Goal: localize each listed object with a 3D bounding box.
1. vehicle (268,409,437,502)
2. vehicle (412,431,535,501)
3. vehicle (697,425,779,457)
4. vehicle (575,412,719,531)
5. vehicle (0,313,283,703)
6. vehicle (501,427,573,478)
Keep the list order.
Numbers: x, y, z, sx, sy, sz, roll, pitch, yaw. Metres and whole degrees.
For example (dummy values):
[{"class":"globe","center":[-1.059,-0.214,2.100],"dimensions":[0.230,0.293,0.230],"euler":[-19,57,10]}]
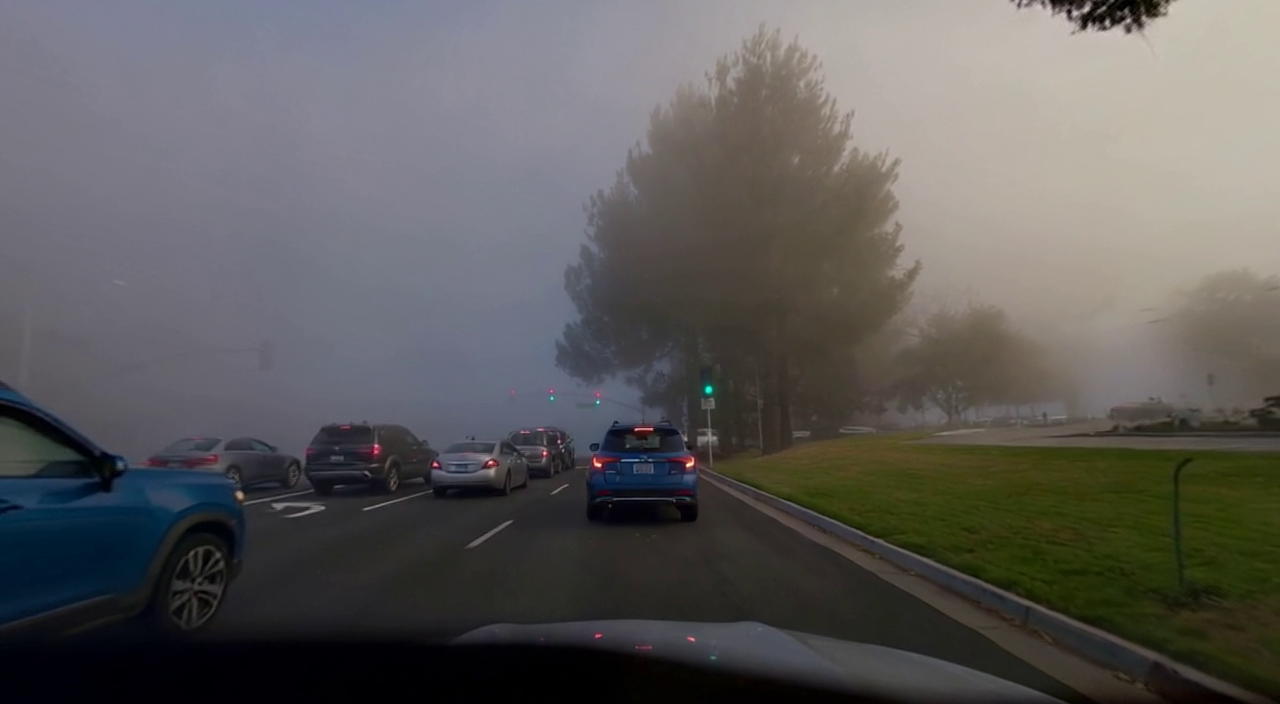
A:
[{"class":"vehicle","center":[-7.400,2.749,17.055],"dimensions":[2.195,2.093,5.185],"euler":[0,-9,-1]},{"class":"vehicle","center":[-4.022,2.823,16.067],"dimensions":[1.942,1.523,4.212],"euler":[0,-9,0]},{"class":"vehicle","center":[6.412,5.909,41.802],"dimensions":[5.152,2.001,2.060],"euler":[-1,-9,4]},{"class":"vehicle","center":[0.089,2.035,11.237],"dimensions":[2.055,1.681,4.270],"euler":[0,-9,0]},{"class":"vehicle","center":[-4.069,0.769,2.765],"dimensions":[2.088,1.947,5.119],"euler":[0,-9,-1]},{"class":"vehicle","center":[-3.912,3.933,24.848],"dimensions":[2.043,1.813,4.549],"euler":[0,-9,0]}]
